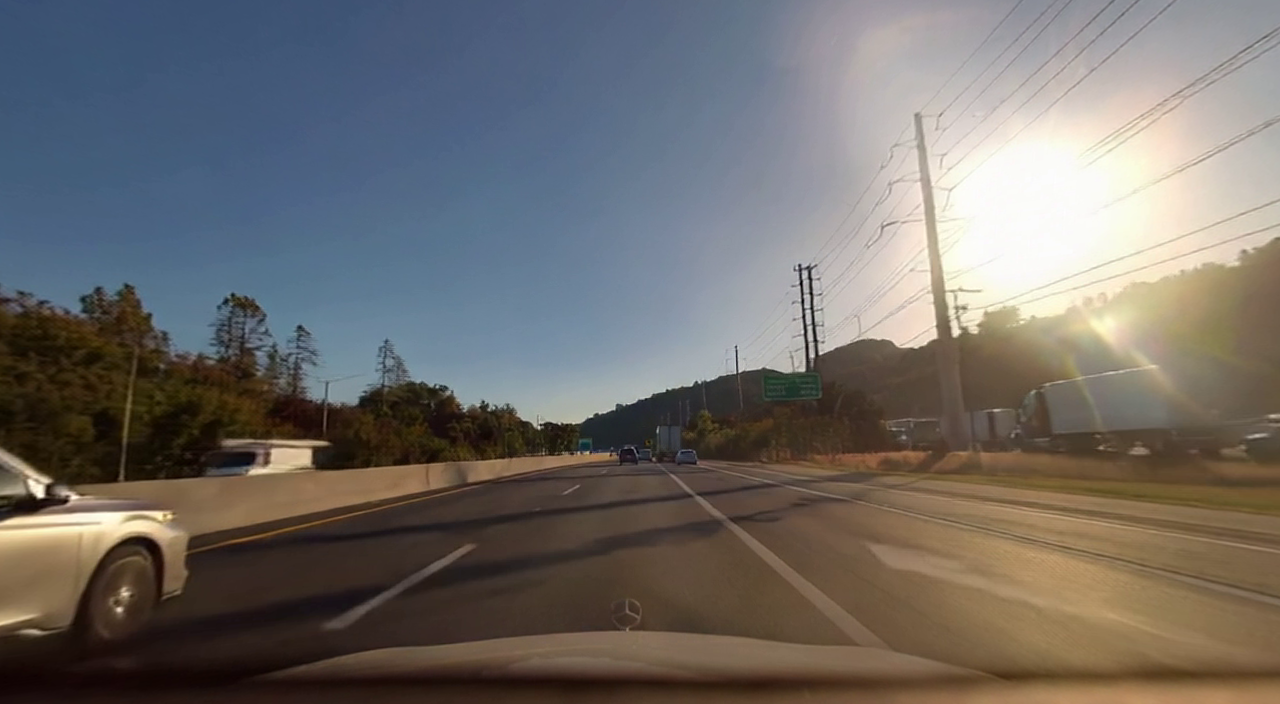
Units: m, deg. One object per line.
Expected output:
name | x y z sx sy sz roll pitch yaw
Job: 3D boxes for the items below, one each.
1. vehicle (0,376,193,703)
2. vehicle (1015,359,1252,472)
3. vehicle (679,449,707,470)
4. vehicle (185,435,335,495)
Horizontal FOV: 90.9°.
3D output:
vehicle | -4.198 0.821 2.077 2.018 1.710 4.649 0 -9 0
vehicle | 22.786 3.274 30.398 2.948 4.403 10.315 -3 -9 1
vehicle | 3.997 8.129 47.839 1.779 1.512 3.517 0 -9 0
vehicle | -12.491 3.754 21.208 2.097 1.747 4.775 0 -9 -1
